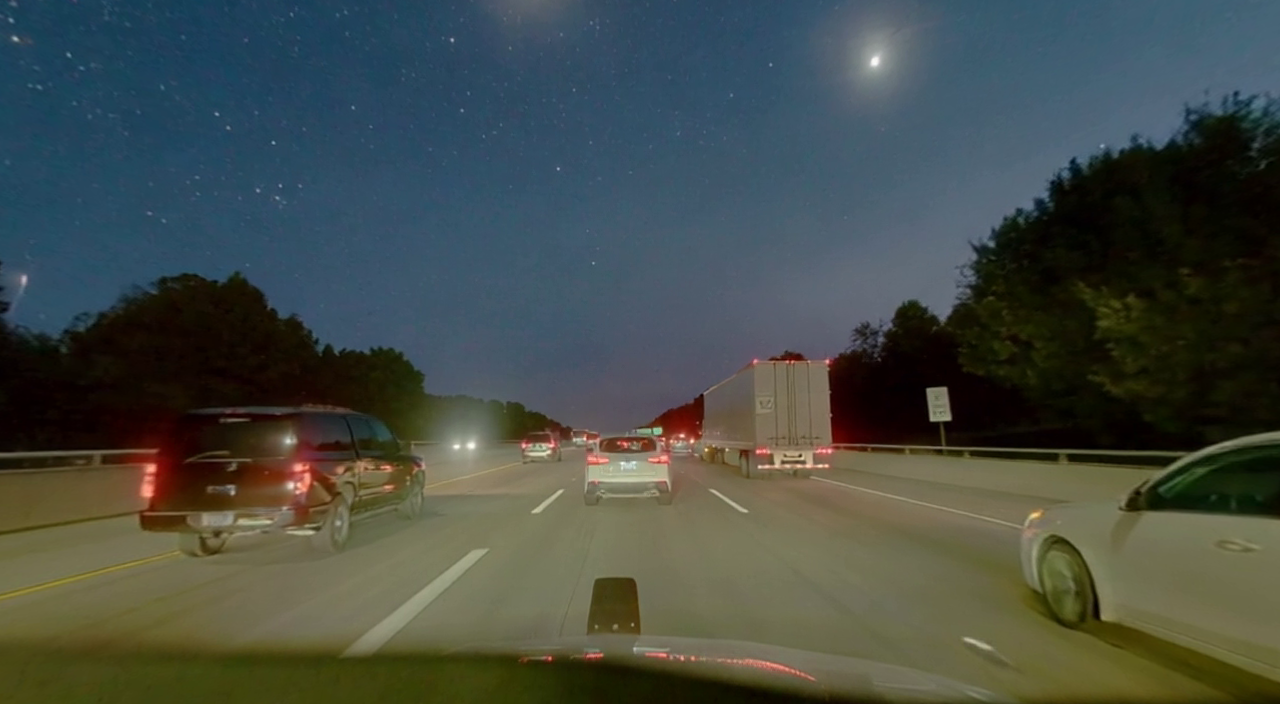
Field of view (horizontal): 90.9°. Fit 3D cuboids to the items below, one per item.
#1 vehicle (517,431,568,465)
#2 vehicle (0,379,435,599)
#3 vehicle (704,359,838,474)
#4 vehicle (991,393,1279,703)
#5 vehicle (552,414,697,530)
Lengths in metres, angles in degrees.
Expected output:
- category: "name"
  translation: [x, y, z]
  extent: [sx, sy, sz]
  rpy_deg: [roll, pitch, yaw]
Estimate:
- category: "vehicle"
  translation: [-4.928, 4.883, 32.256]
  extent: [1.971, 1.648, 3.983]
  rpy_deg: [0, -8, 0]
- category: "vehicle"
  translation: [-4.278, 1.425, 7.514]
  extent: [2.101, 1.767, 4.702]
  rpy_deg: [0, -8, -1]
- category: "vehicle"
  translation: [5.437, 3.273, 29.843]
  extent: [2.888, 4.135, 14.071]
  rpy_deg: [0, -8, -2]
- category: "vehicle"
  translation: [3.542, 0.910, 2.530]
  extent: [1.951, 1.477, 3.963]
  rpy_deg: [0, -8, 0]
- category: "vehicle"
  translation: [-0.254, 1.992, 11.047]
  extent: [2.083, 1.647, 3.799]
  rpy_deg: [0, -8, -1]
